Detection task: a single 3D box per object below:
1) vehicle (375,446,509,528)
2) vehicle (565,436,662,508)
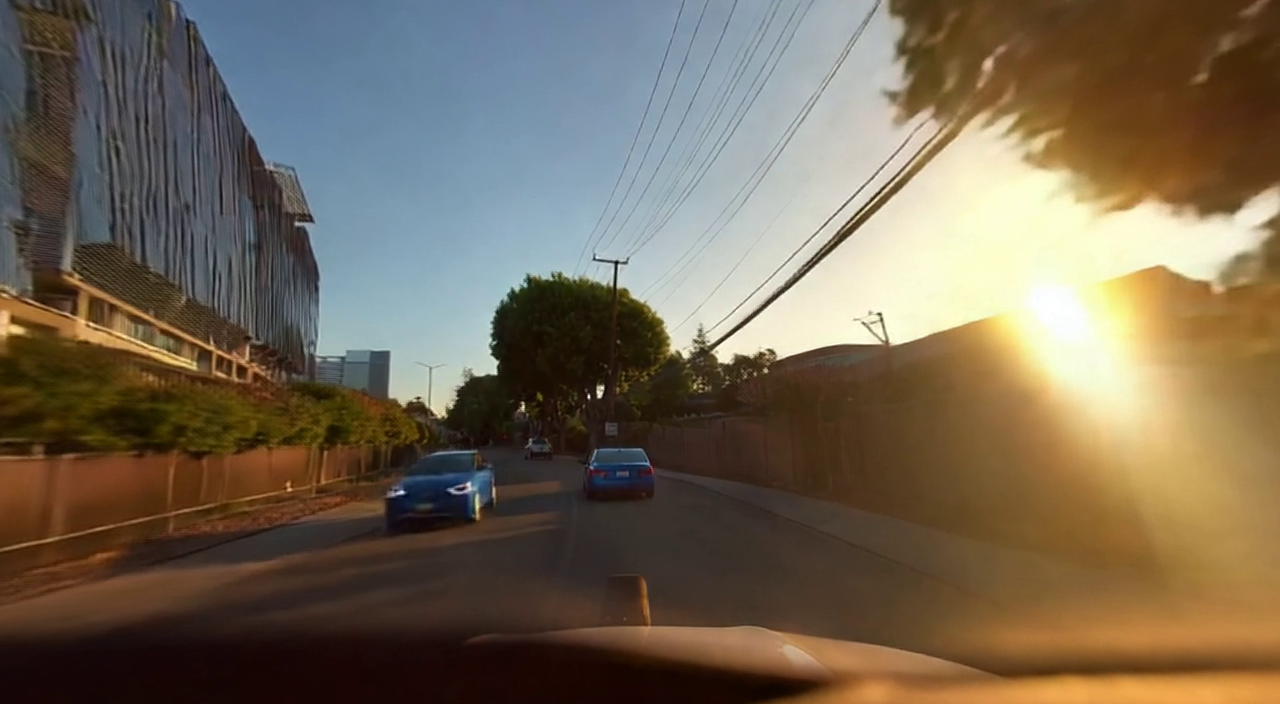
[{"bbox_3d":[-4.102,2.809,13.817,1.957,1.442,4.180,0,-8,-6],"label":"vehicle"},{"bbox_3d":[-0.765,2.827,15.411,2.060,1.487,3.920,1,-8,-6],"label":"vehicle"}]
